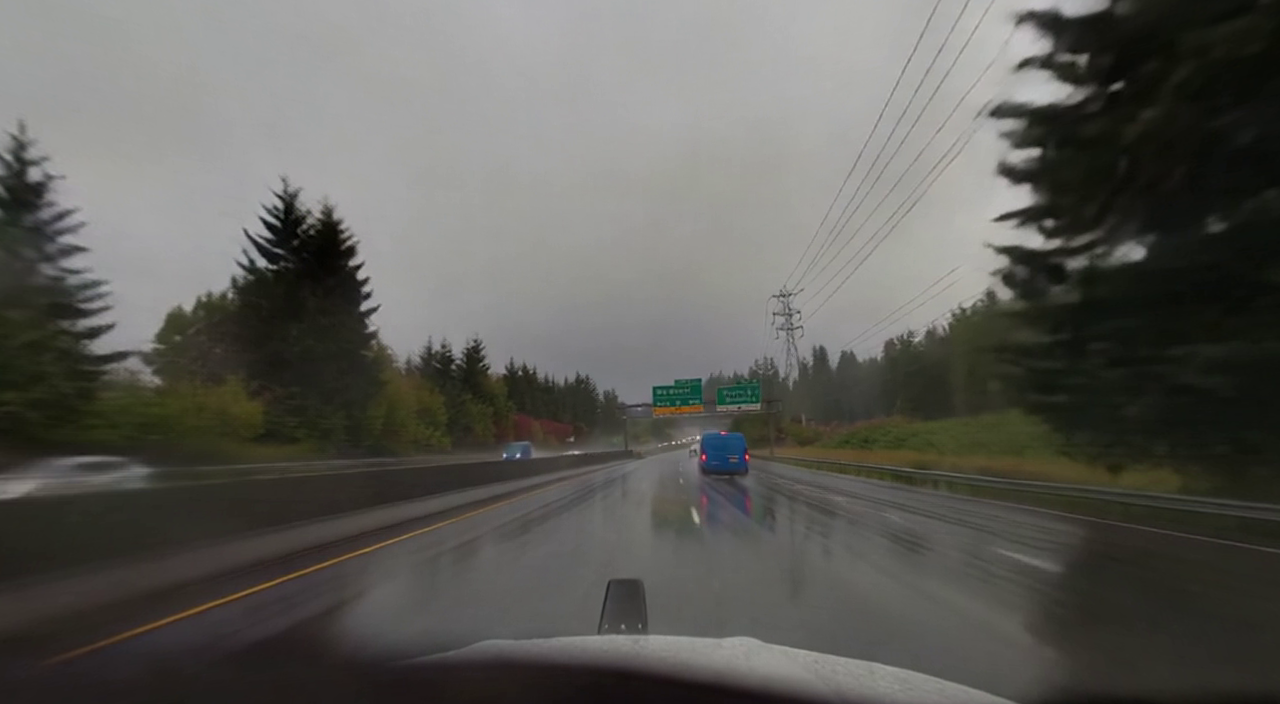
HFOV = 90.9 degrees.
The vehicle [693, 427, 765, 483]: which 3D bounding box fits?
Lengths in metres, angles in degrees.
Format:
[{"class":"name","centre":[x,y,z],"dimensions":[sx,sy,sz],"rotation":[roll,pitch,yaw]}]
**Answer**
[{"class":"vehicle","centre":[3.397,4.087,25.172],"dimensions":[2.261,1.969,5.104],"rotation":[0,-9,1]}]
